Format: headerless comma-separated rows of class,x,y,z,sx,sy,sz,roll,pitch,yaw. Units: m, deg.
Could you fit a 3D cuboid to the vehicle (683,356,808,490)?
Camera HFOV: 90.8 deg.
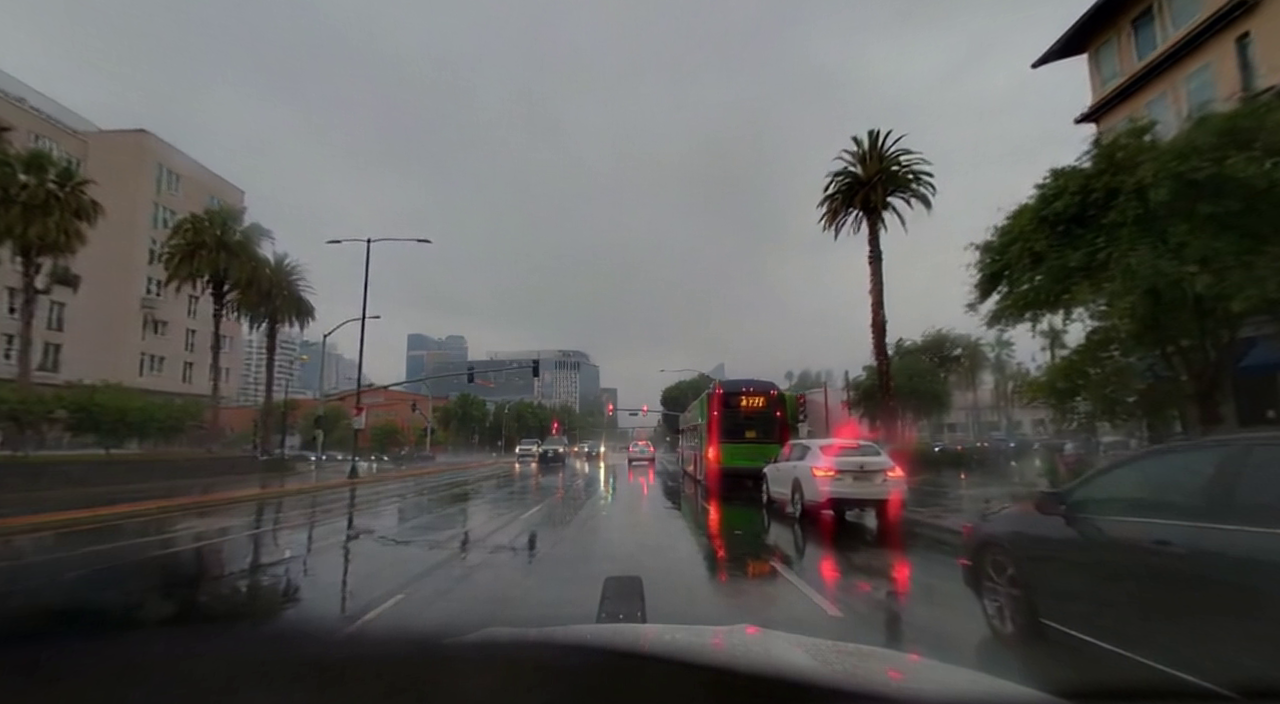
vehicle,3.592,3.130,25.752,2.970,4.015,13.606,0,-9,1

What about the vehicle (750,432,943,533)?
vehicle,3.603,2.382,12.226,1.965,1.519,5.078,0,-9,-1

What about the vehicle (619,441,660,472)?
vehicle,0.004,5.477,33.260,2.060,1.499,3.831,0,-9,1

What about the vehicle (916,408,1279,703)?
vehicle,3.343,1.042,2.892,2.063,1.483,4.620,0,-9,0

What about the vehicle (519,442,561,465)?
vehicle,-6.736,6.893,43.072,1.927,1.480,4.832,-1,-9,2

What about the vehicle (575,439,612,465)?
vehicle,-3.121,6.814,43.141,2.020,1.721,4.366,-1,-9,2
